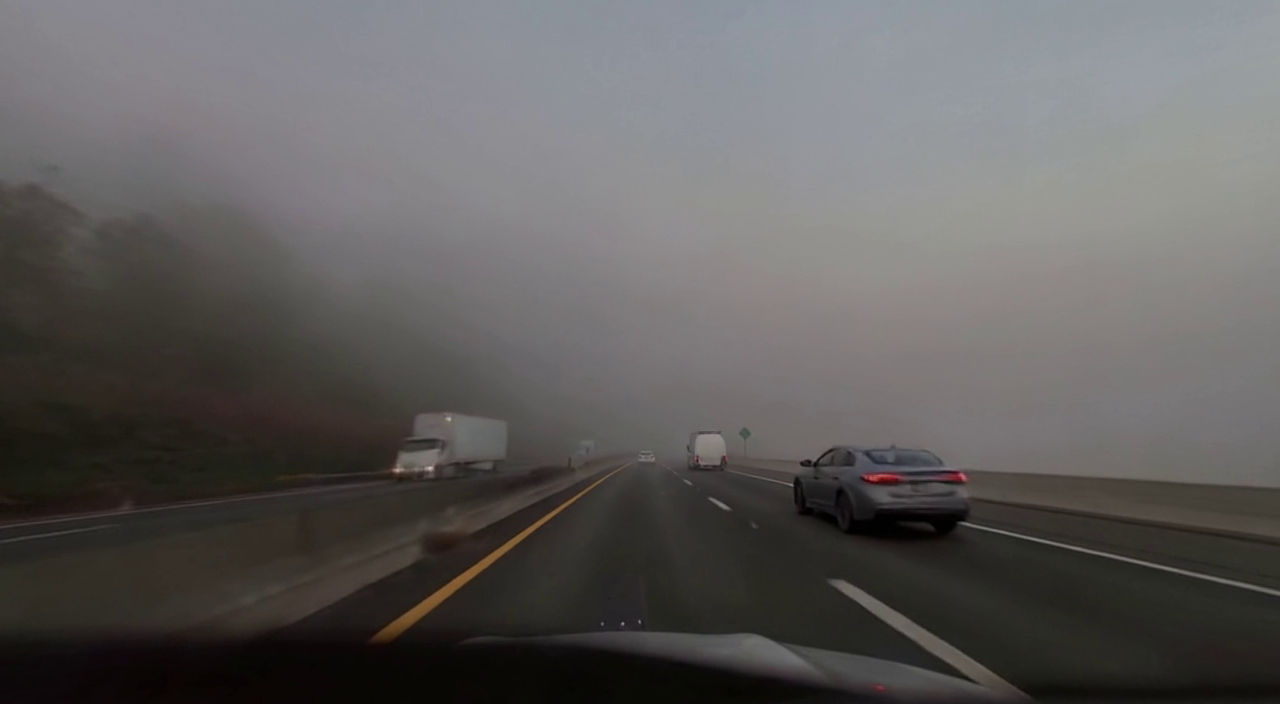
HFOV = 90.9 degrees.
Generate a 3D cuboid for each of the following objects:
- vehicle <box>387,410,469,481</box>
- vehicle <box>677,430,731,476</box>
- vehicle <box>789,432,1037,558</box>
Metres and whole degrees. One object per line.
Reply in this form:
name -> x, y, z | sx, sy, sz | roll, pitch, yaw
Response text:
vehicle -> -12.950, 5.825, 39.117 | 2.915, 4.016, 5.822 | 0, -9, 1
vehicle -> 3.698, 5.972, 37.476 | 2.423, 2.517, 5.055 | 0, -9, -3
vehicle -> 3.851, 2.077, 9.799 | 2.043, 1.542, 3.881 | 0, -9, -1
